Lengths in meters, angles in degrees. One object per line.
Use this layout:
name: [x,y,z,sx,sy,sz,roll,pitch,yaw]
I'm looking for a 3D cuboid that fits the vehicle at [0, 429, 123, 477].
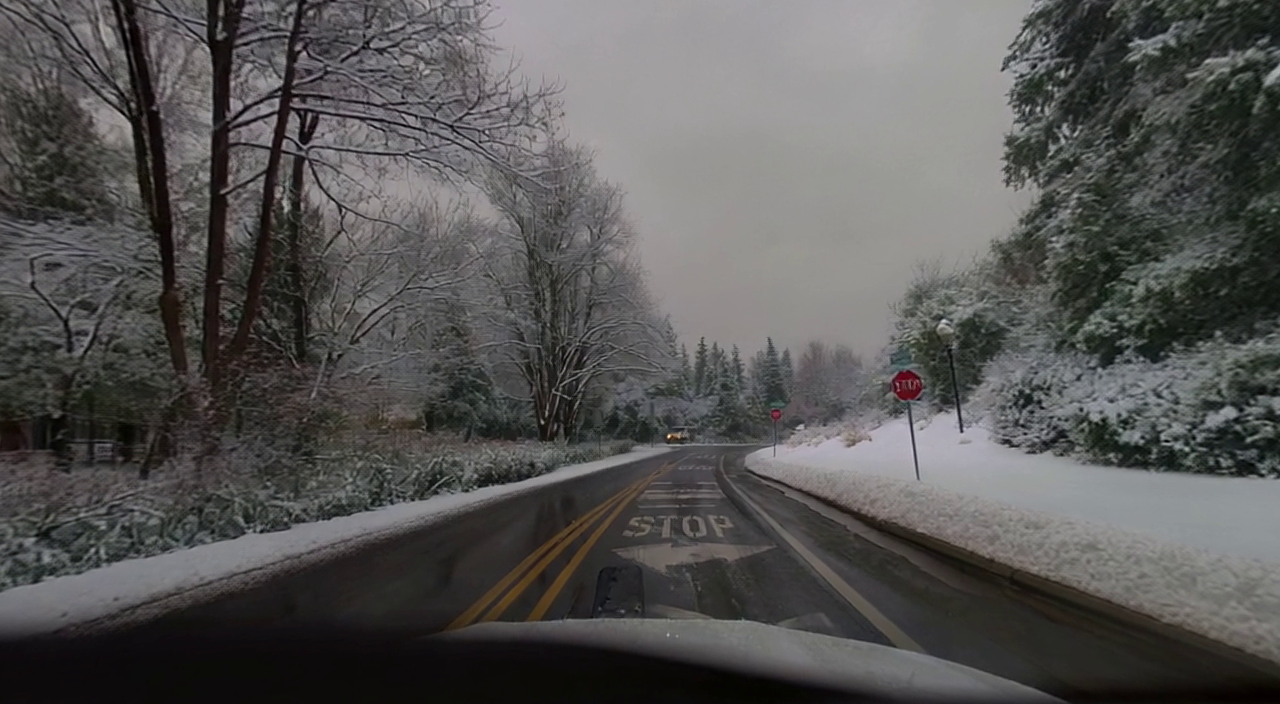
vehicle: [-28.370,4.927,30.825,4.733,1.892,1.939,-4,-4,2]
